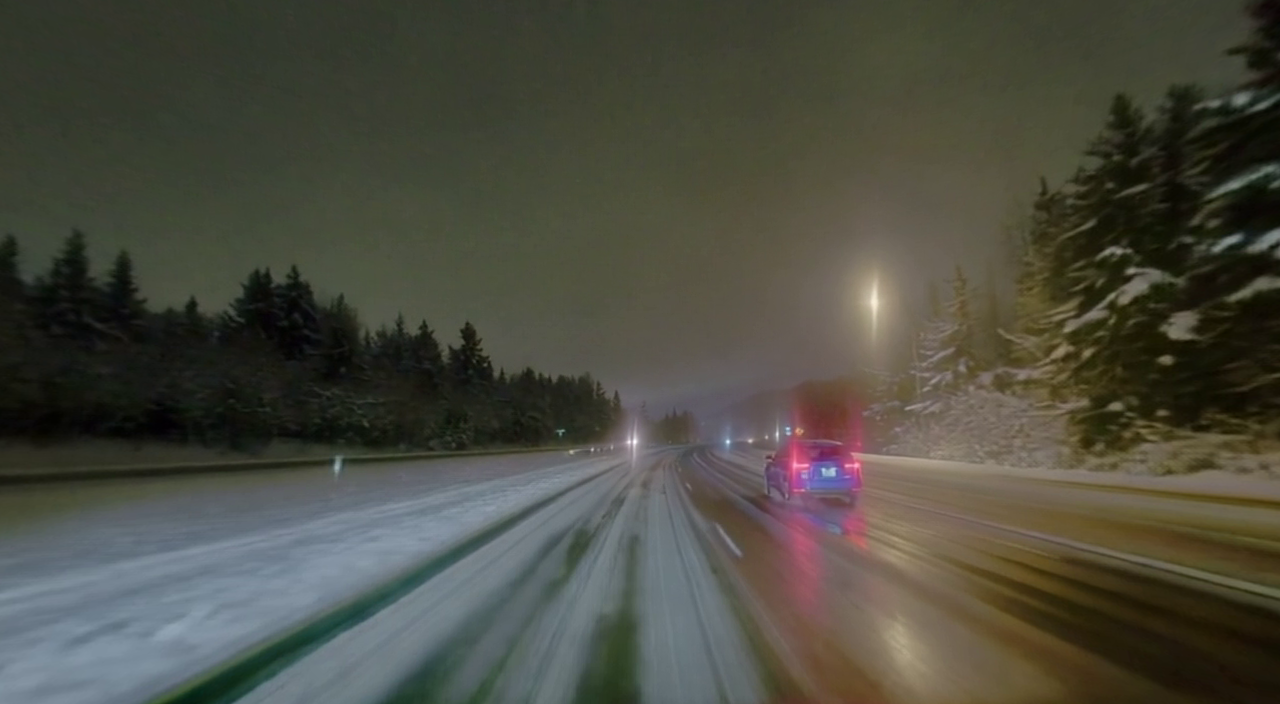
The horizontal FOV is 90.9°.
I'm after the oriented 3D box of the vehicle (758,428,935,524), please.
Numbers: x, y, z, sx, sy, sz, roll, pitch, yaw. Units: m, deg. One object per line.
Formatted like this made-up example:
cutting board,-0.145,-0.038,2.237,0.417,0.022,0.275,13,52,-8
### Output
vehicle,3.787,2.347,12.526,2.050,1.546,4.344,0,-8,0
